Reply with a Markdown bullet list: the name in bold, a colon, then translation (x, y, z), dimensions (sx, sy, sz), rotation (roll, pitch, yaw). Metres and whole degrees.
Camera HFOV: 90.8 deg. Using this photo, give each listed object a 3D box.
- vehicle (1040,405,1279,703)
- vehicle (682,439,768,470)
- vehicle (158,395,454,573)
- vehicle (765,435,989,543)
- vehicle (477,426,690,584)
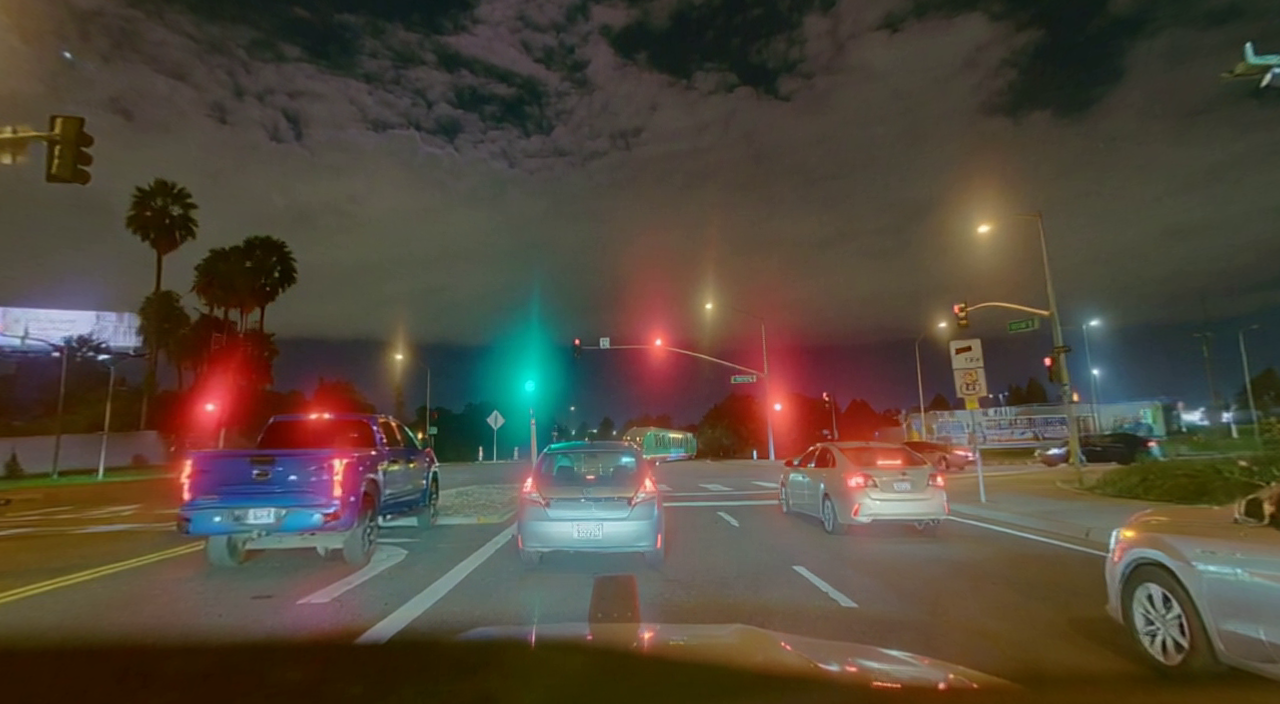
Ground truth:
- **vehicle**: translation (3.880, 0.889, 2.143), dimensions (2.052, 1.496, 4.541), rotation (0, -9, 0)
- **vehicle**: translation (4.189, 5.143, 31.924), dimensions (1.878, 1.428, 4.416), rotation (5, -10, -32)
- **vehicle**: translation (-4.317, 1.795, 9.459), dimensions (2.078, 1.838, 5.448), rotation (1, -9, -8)
- **vehicle**: translation (3.700, 2.210, 10.927), dimensions (1.965, 1.448, 4.486), rotation (0, -9, -3)
- **vehicle**: translation (-0.637, 1.775, 8.185), dimensions (2.035, 1.491, 4.090), rotation (0, -9, -3)
